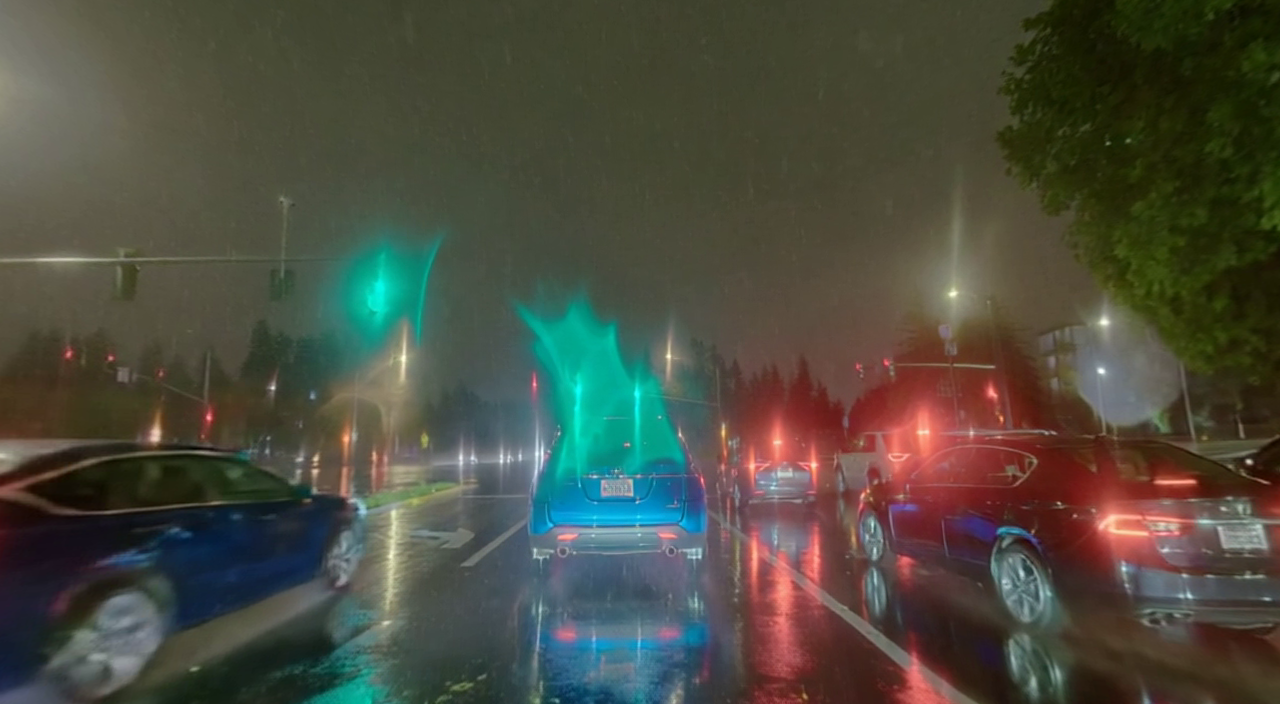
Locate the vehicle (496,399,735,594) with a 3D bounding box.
[{"bbox_3d":[-0.275,1.567,7.632,2.101,1.707,3.904,0,-8,-2],"label":"vehicle"}]

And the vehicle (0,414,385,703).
[{"bbox_3d":[-3.675,1.243,4.276,2.063,1.454,4.553,0,-8,-1],"label":"vehicle"}]

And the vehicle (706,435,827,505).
[{"bbox_3d":[2.971,2.861,15.775,1.950,1.506,4.086,0,-8,-3],"label":"vehicle"}]

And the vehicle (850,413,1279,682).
[{"bbox_3d":[3.613,1.398,5.694,1.861,1.478,4.185,0,-8,-2],"label":"vehicle"}]
